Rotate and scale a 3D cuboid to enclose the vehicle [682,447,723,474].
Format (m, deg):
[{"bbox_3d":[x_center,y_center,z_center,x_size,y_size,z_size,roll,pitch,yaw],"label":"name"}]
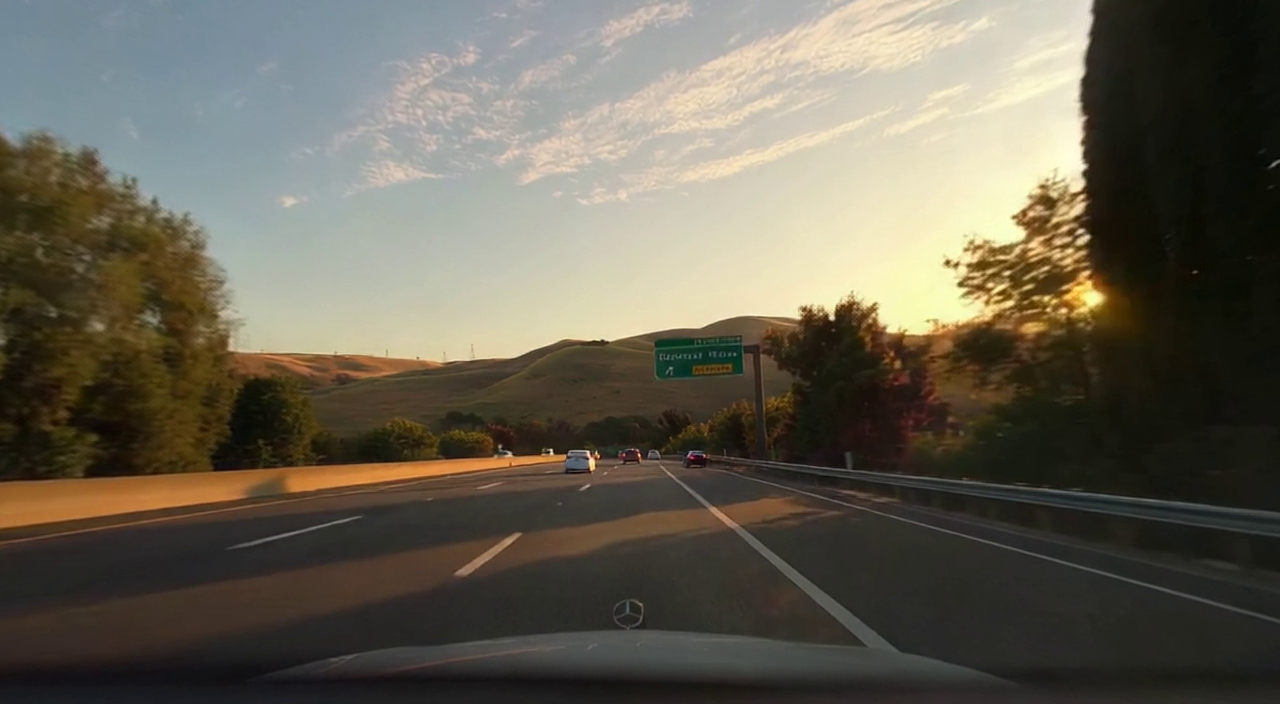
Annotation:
[{"bbox_3d":[3.660,6.458,37.687,2.019,1.475,4.301,0,-9,0],"label":"vehicle"}]

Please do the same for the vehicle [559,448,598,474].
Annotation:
[{"bbox_3d":[-3.604,6.477,37.681,1.955,1.468,3.637,0,-9,0],"label":"vehicle"}]
